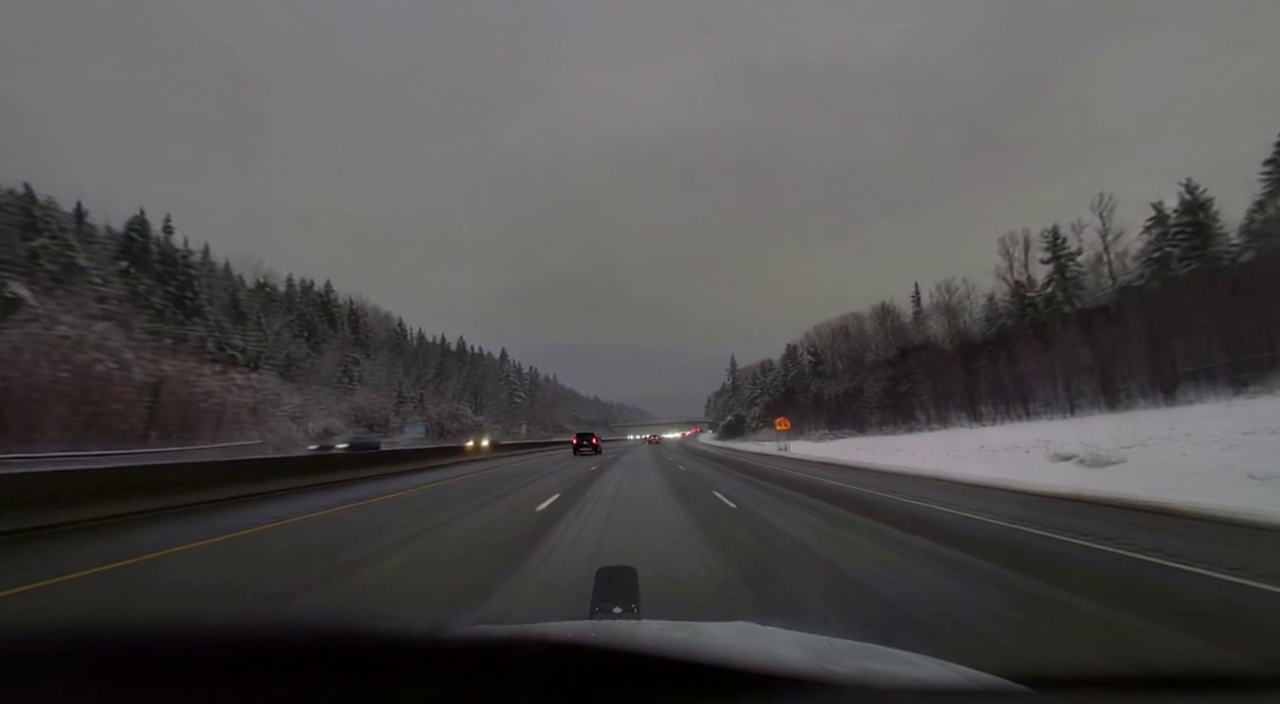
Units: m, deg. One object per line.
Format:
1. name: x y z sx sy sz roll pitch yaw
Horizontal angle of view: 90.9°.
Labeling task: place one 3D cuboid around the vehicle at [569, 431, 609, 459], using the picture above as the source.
1. vehicle: -3.079 5.708 38.797 2.084 1.654 4.080 0 -8 0

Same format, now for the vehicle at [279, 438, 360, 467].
1. vehicle: -17.498 5.490 34.744 1.987 1.494 4.765 0 -8 -1
